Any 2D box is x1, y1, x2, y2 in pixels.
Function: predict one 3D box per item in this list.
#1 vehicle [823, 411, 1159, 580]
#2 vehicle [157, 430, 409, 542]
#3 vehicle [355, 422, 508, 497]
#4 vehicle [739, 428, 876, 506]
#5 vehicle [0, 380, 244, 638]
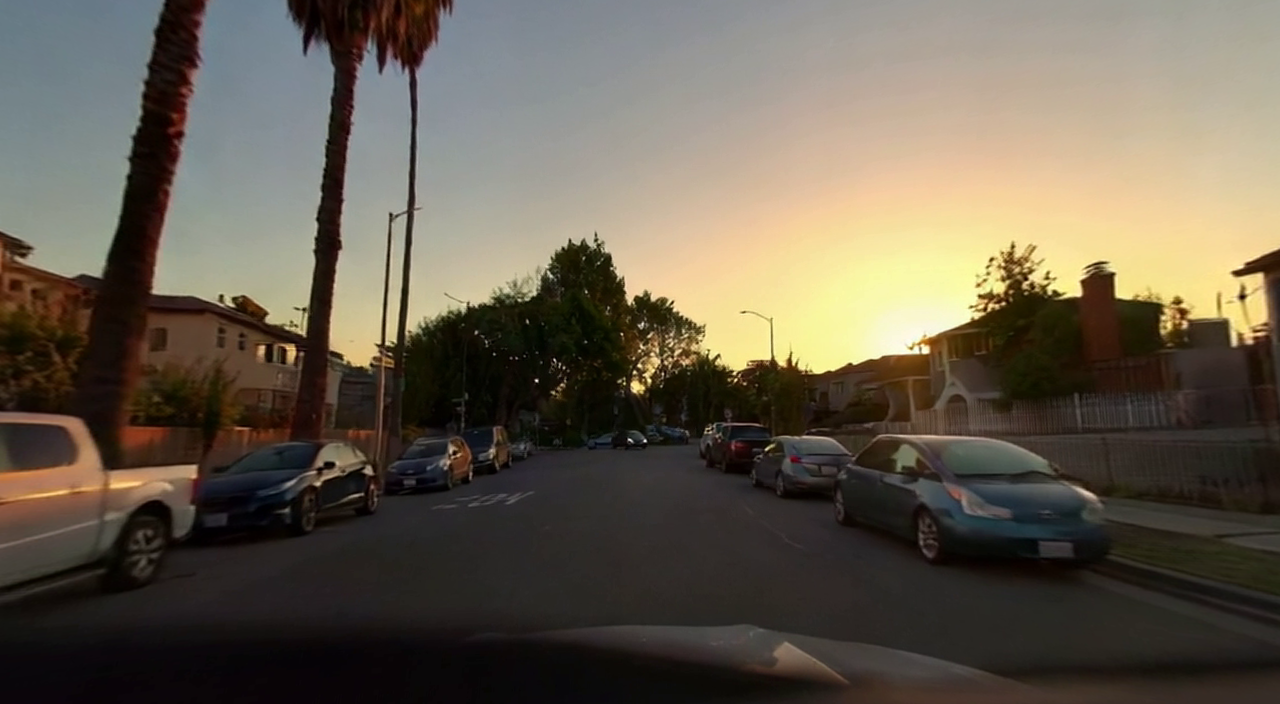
[{"bbox_3d":[4.081,1.706,8.375,1.998,1.649,4.175,0,-8,0],"label":"vehicle"},{"bbox_3d":[-5.784,2.172,11.077,1.849,1.531,4.562,0,-8,-1],"label":"vehicle"},{"bbox_3d":[-5.703,3.019,18.361,2.316,1.808,5.876,0,-8,1],"label":"vehicle"},{"bbox_3d":[3.768,2.649,15.190,1.958,1.485,4.819,2,-8,0],"label":"vehicle"},{"bbox_3d":[-5.675,1.227,5.145,1.963,1.859,4.884,0,-8,-4],"label":"vehicle"}]
